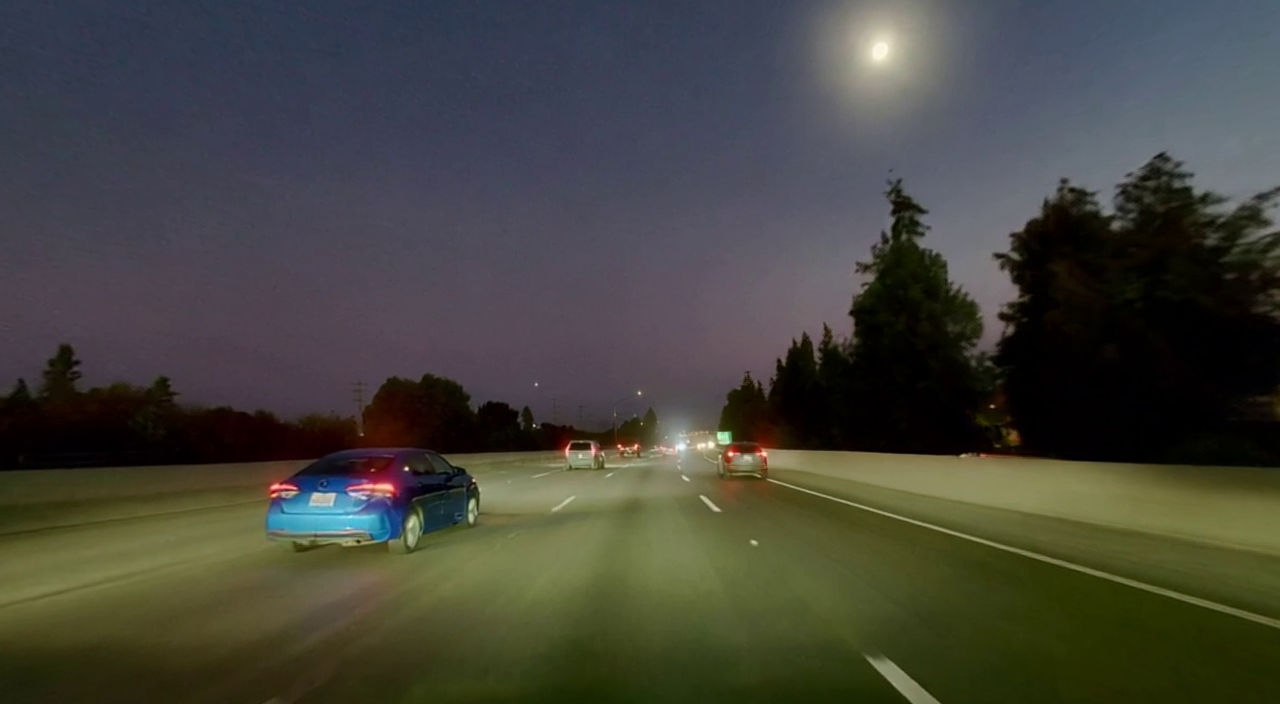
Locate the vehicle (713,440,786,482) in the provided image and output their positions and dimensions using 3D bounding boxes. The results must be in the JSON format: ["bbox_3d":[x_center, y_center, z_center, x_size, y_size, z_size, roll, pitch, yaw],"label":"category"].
[{"bbox_3d":[4.150,4.213,24.632,2.100,1.472,4.533,0,-8,1],"label":"vehicle"}]

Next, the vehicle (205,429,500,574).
[{"bbox_3d":[-3.483,1.885,8.813,1.948,1.475,4.461,0,-8,1],"label":"vehicle"}]

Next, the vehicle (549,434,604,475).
[{"bbox_3d":[-3.014,5.017,30.999,2.122,1.847,4.696,0,-8,1],"label":"vehicle"}]
